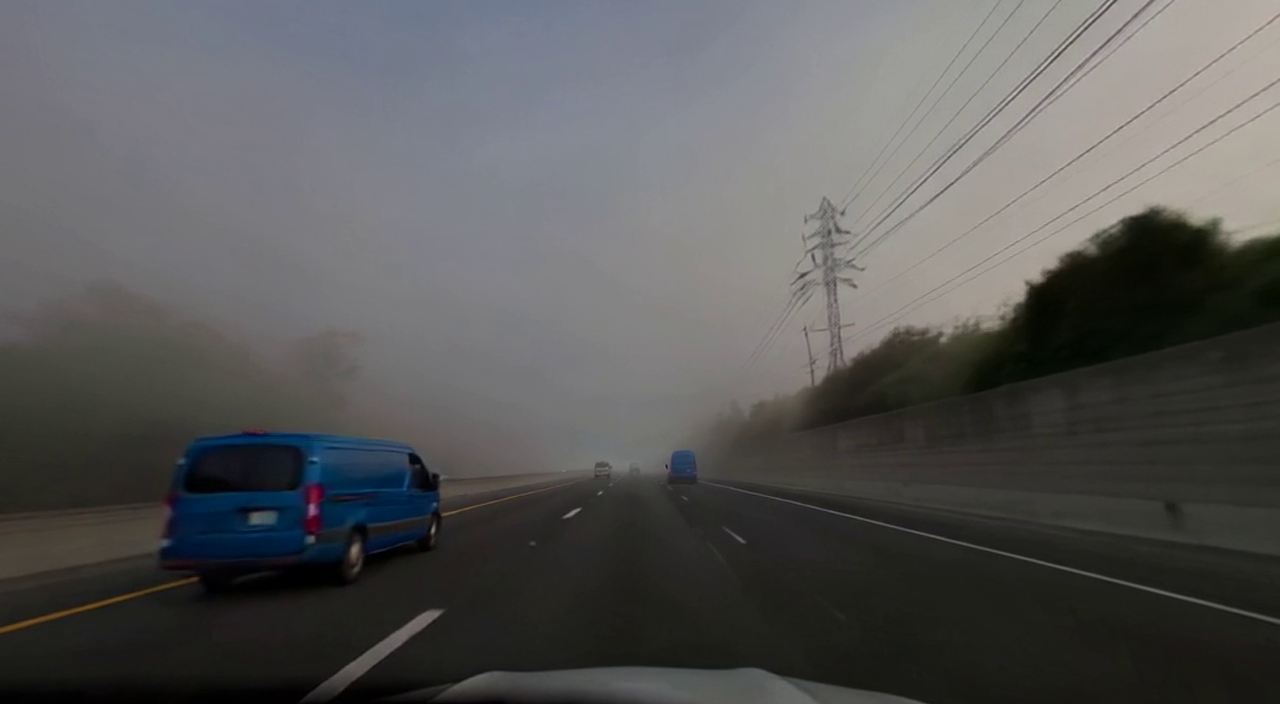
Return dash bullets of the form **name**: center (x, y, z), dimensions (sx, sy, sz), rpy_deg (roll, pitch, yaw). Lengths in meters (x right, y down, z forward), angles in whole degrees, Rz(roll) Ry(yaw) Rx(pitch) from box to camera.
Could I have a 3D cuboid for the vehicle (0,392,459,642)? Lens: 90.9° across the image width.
- **vehicle**: center (-3.780, 1.611, 6.947), dimensions (2.153, 1.756, 4.730), rpy_deg (1, -10, 0)
